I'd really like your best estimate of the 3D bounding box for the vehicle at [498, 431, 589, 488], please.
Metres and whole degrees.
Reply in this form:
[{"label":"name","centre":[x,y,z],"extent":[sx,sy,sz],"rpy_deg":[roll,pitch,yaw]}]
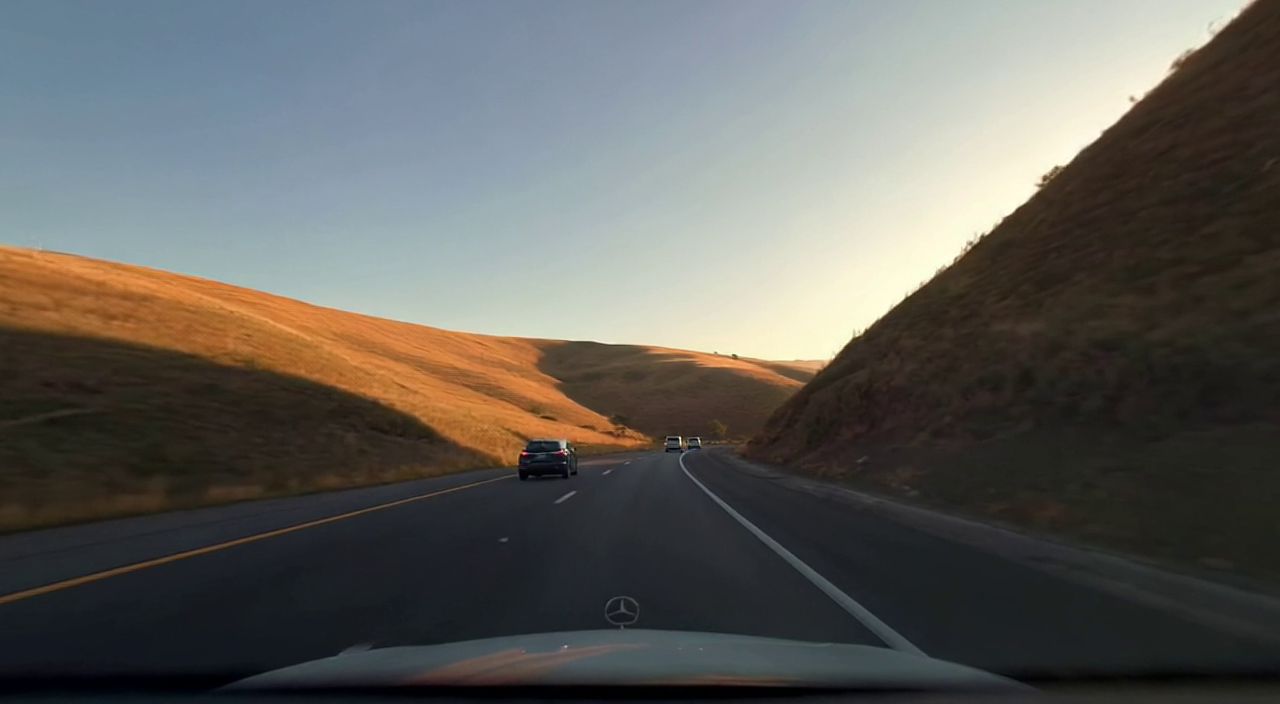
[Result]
[{"label":"vehicle","centre":[-3.183,3.684,21.938],"extent":[2.252,1.743,4.560],"rpy_deg":[0,-8,2]}]
